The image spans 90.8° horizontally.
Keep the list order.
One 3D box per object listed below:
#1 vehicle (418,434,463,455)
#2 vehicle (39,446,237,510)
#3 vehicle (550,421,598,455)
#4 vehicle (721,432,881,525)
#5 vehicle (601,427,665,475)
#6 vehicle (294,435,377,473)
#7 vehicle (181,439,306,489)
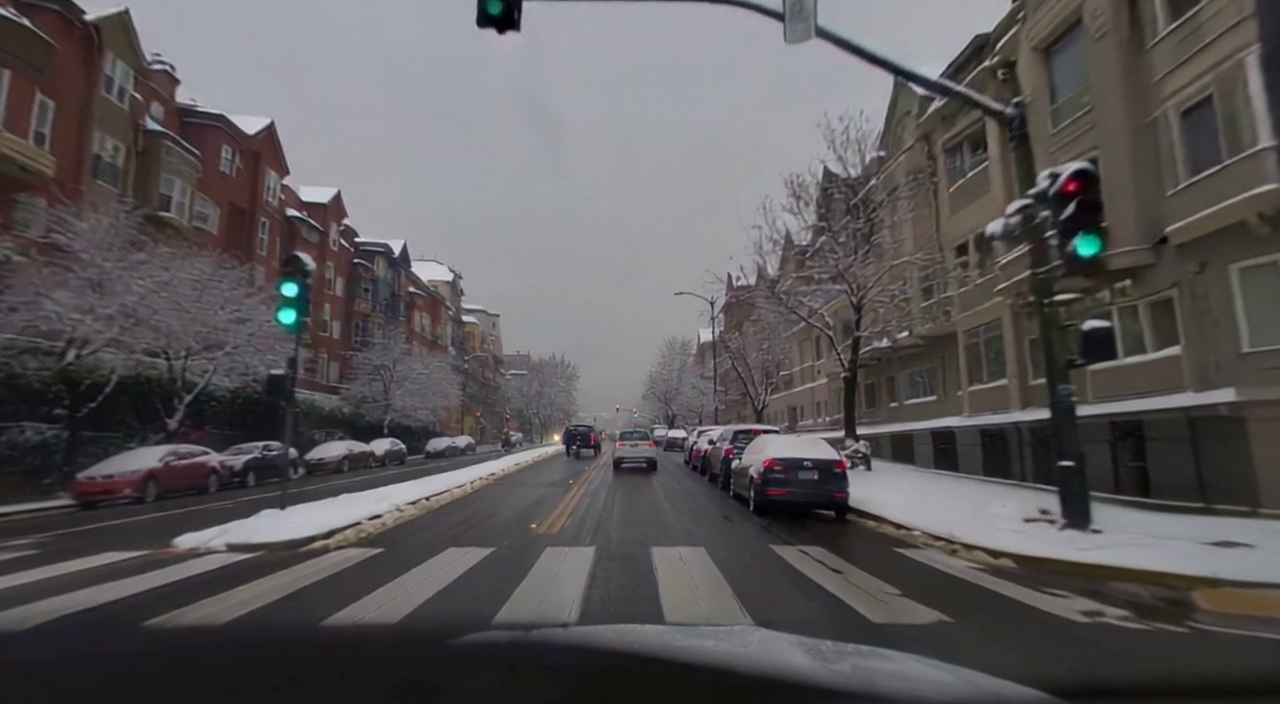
[{"bbox_3d":[-14.324,6.664,45.668,1.907,1.480,4.498,0,-8,-2],"label":"vehicle"},{"bbox_3d":[-13.811,3.443,17.841,1.863,1.468,4.565,0,-8,0],"label":"vehicle"},{"bbox_3d":[-3.449,4.583,33.695,2.065,1.705,4.353,0,-8,0],"label":"vehicle"},{"bbox_3d":[2.870,2.332,12.420,1.874,1.468,4.550,0,-8,-1],"label":"vehicle"},{"bbox_3d":[-0.284,3.404,21.976,2.026,1.496,3.701,0,-8,-2],"label":"vehicle"},{"bbox_3d":[-14.263,4.760,29.858,1.887,1.619,4.208,0,-8,-1],"label":"vehicle"},{"bbox_3d":[-14.047,3.935,22.735,1.805,1.580,4.477,0,-8,-4],"label":"vehicle"}]
